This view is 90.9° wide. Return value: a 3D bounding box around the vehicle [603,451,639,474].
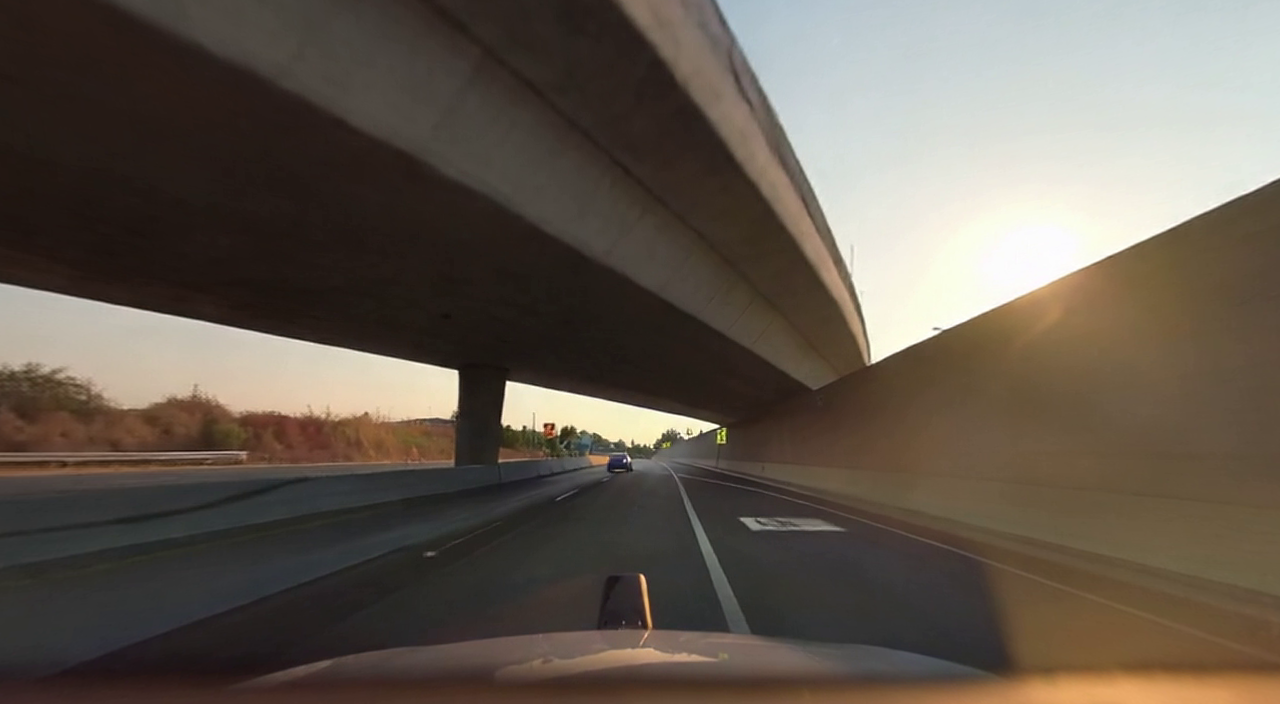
[{"bbox_3d":[-1.332,8.040,46.093,2.172,1.587,4.518,-1,-9,3],"label":"vehicle"}]
